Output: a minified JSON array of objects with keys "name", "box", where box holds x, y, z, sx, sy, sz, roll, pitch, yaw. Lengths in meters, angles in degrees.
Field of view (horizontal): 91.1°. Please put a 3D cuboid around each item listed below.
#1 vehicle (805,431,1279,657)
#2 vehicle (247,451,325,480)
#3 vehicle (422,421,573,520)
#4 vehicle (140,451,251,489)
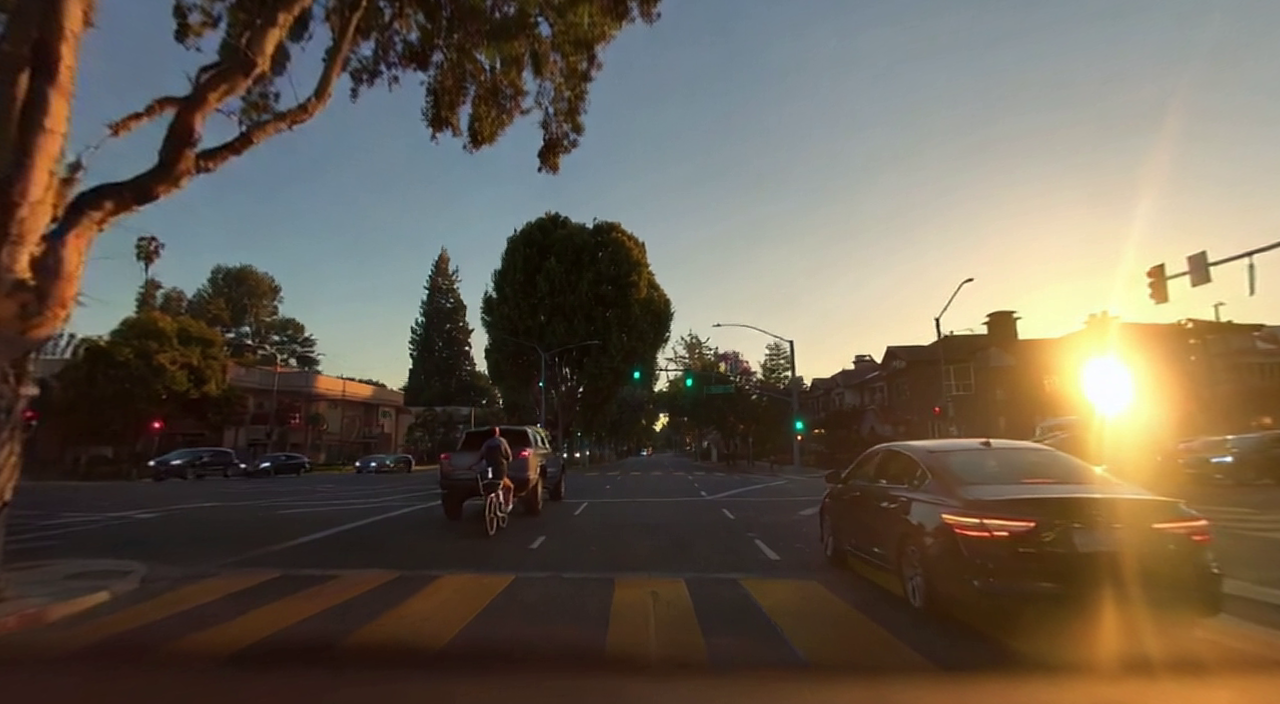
[{"name":"vehicle","box":[3.282,1.589,6.418,1.990,1.454,4.490,0,-8,0]},{"name":"vehicle","box":[-26.900,8.595,47.998,2.278,2.000,5.570,-1,-8,5]},{"name":"vehicle","box":[-3.061,2.672,14.792,2.231,1.898,4.985,0,-8,2]},{"name":"vehicle","box":[-22.035,5.818,31.399,1.908,1.642,4.910,0,-8,0]}]
